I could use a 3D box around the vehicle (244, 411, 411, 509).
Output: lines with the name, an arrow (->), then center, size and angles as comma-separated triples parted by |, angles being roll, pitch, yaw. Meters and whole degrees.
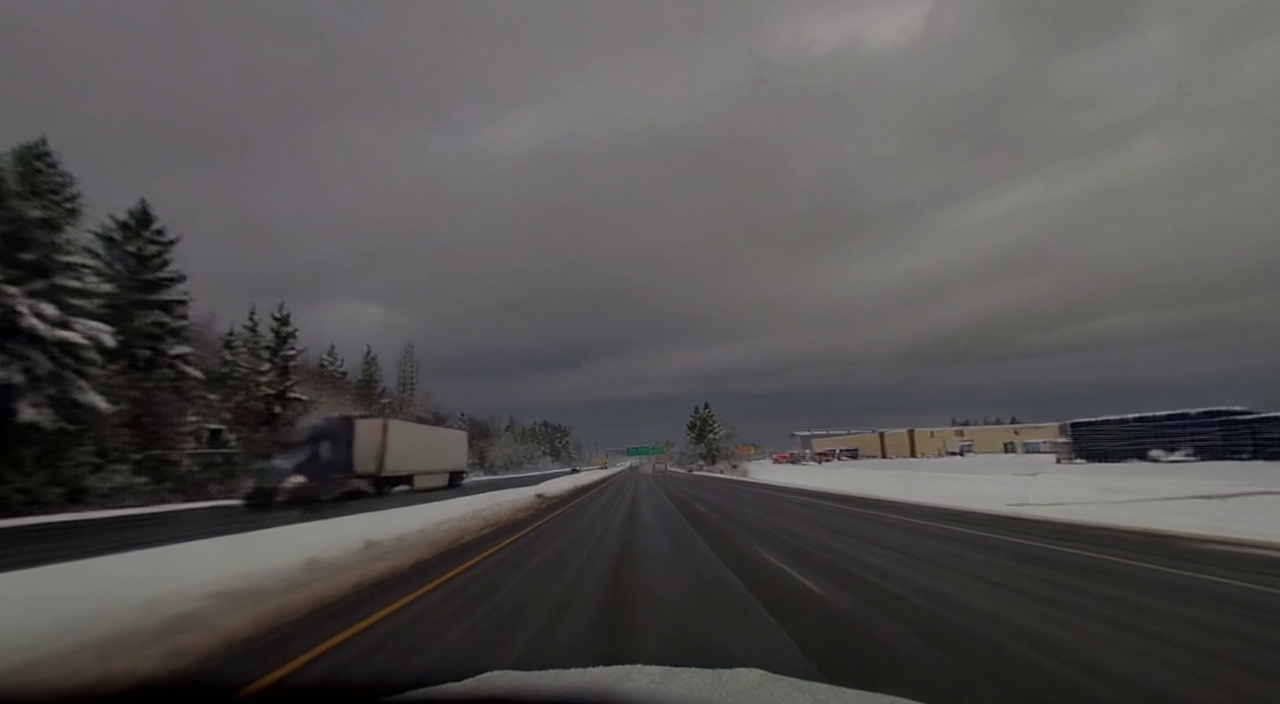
vehicle -> -13.499, 4.914, 28.451 | 2.924, 3.672, 8.913 | 1, -10, -1
